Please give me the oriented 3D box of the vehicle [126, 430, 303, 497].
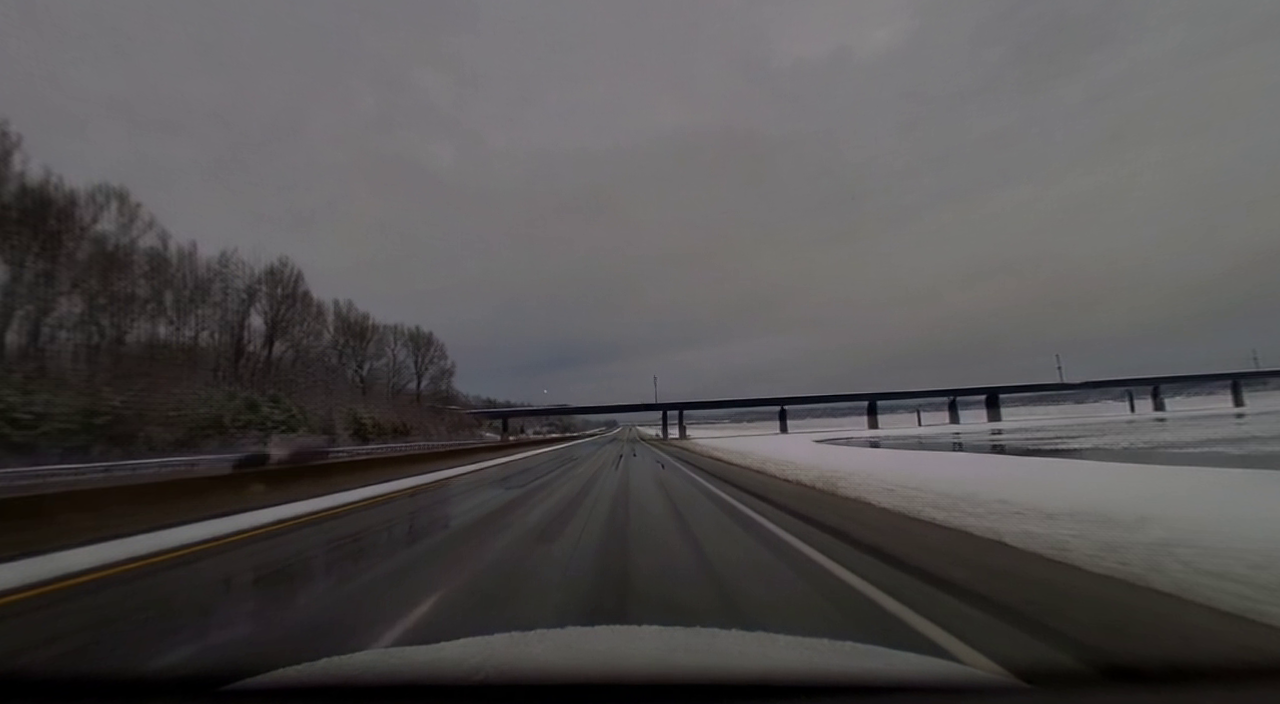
[{"bbox_3d":[-11.091,2.891,16.845,1.873,1.543,4.139,0,-8,-1],"label":"vehicle"}]
